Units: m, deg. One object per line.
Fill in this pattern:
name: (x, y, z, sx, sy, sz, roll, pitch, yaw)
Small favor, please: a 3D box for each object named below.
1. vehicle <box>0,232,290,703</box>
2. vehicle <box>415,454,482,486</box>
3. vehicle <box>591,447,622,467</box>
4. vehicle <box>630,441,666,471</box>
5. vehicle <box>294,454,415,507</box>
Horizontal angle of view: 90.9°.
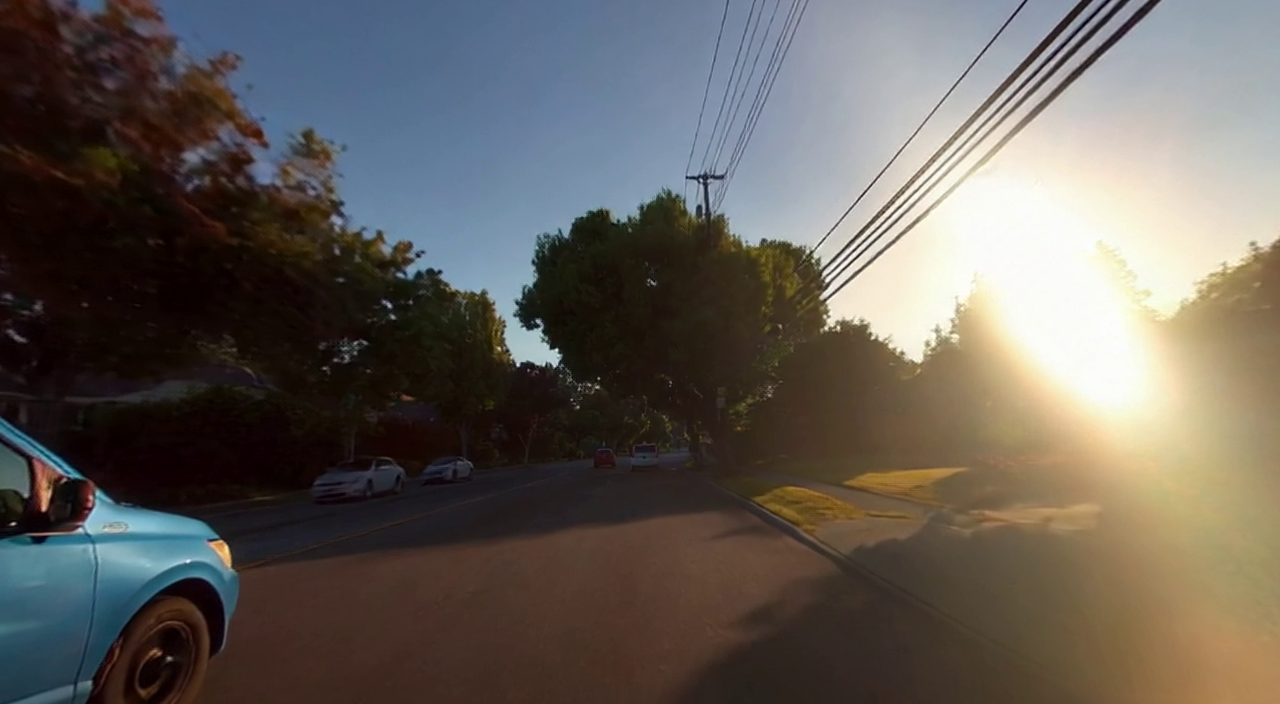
vehicle: (-3.512, 0.471, 1.105, 2.336, 2.152, 5.866, 0, -9, 1)
vehicle: (-9.786, 6.066, 32.650, 2.005, 1.471, 4.330, -1, -9, 2)
vehicle: (-2.567, 8.198, 49.307, 1.968, 1.472, 4.489, 0, -9, 2)
vehicle: (0.492, 6.489, 39.529, 2.120, 1.718, 3.909, 0, -9, 1)
vehicle: (-9.714, 4.373, 21.933, 2.068, 1.480, 4.641, -3, -9, 0)
